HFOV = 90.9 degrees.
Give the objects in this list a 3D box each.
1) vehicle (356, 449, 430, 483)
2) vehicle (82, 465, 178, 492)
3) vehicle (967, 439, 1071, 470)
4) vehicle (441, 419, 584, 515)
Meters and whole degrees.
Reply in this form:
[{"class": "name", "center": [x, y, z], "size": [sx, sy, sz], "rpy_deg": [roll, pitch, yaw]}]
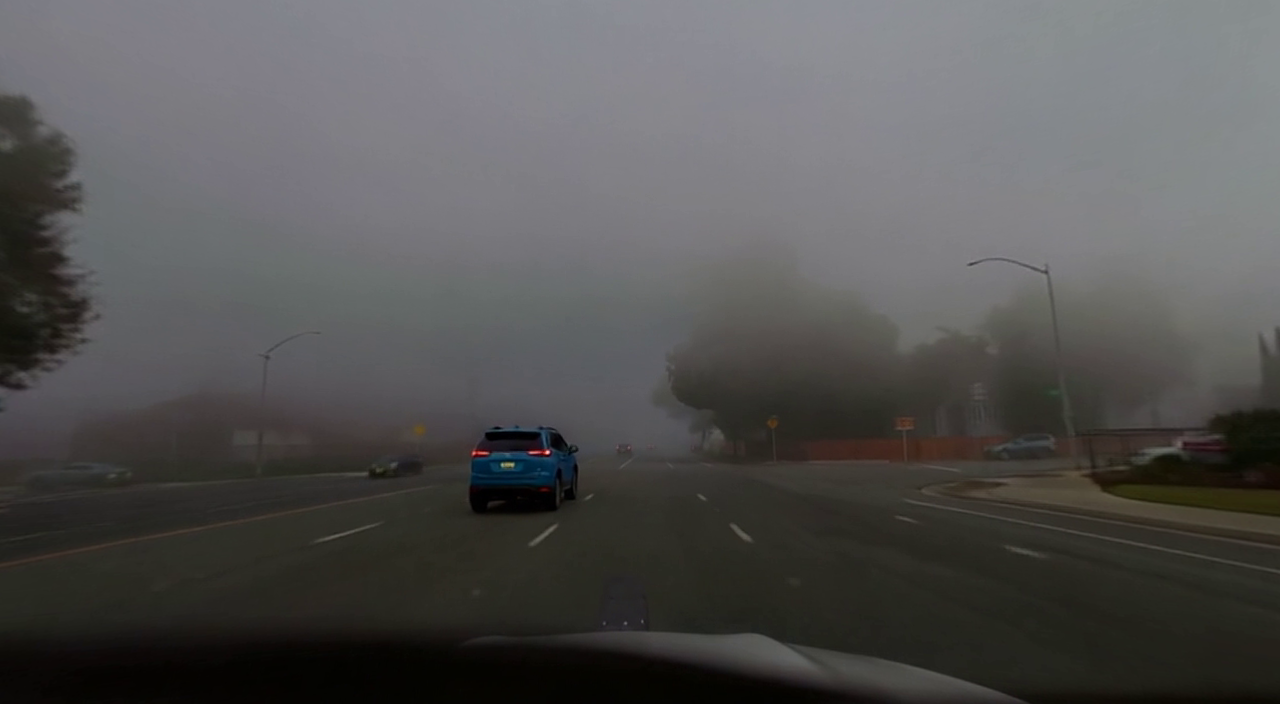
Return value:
[{"class": "vehicle", "center": [-11.923, 5.509, 30.737], "size": [1.837, 1.504, 4.204], "rpy_deg": [0, -9, 1]}, {"class": "vehicle", "center": [-31.951, 7.902, 39.643], "size": [4.500, 1.475, 1.842], "rpy_deg": [6, -10, -35]}, {"class": "vehicle", "center": [22.947, 6.222, 38.331], "size": [4.802, 1.760, 2.374], "rpy_deg": [0, -9, 1]}, {"class": "vehicle", "center": [-2.704, 2.605, 14.733], "size": [2.179, 1.851, 4.756], "rpy_deg": [0, -9, 2]}]
